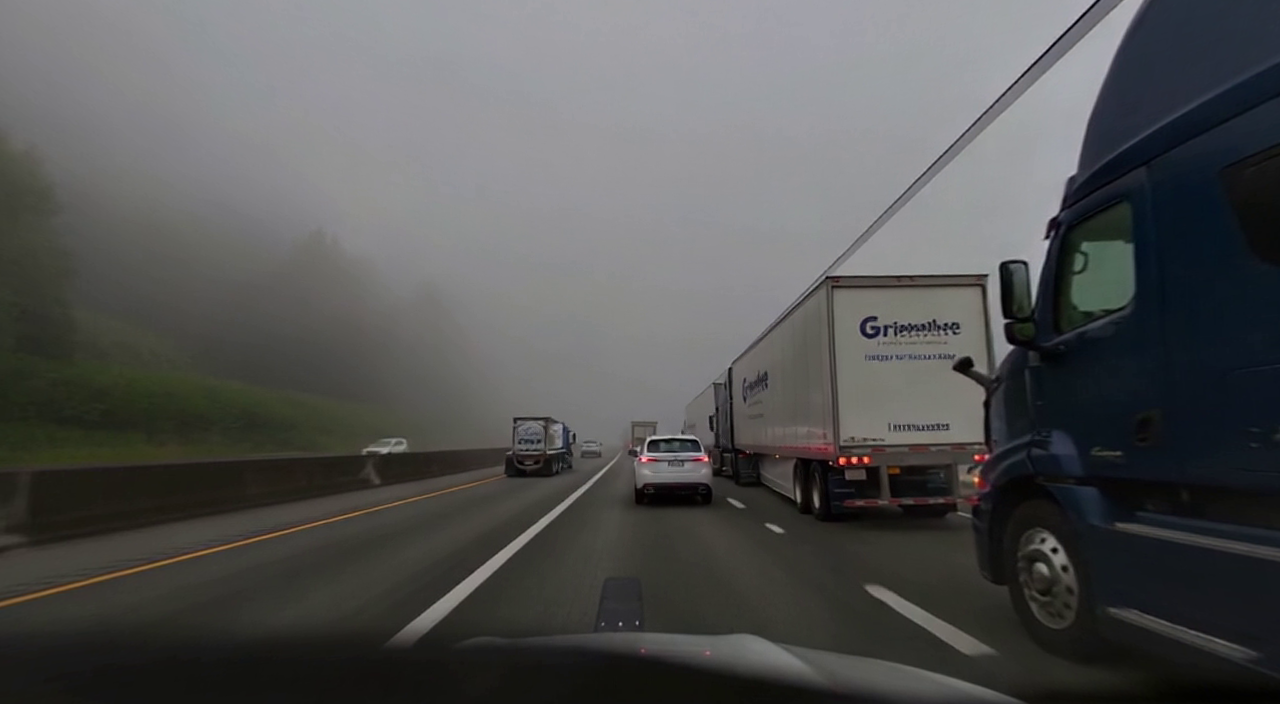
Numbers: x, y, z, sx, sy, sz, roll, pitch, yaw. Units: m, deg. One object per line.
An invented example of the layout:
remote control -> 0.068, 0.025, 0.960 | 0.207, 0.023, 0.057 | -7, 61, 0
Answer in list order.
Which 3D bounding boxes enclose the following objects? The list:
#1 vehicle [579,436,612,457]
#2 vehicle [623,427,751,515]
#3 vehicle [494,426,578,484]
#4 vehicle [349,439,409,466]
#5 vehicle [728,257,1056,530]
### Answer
vehicle -> -3.454, 7.459, 49.831 | 2.181, 1.538, 4.169 | 0, -8, 1
vehicle -> 0.810, 2.337, 13.037 | 2.200, 1.495, 4.282 | 0, -8, 0
vehicle -> -3.369, 3.425, 21.344 | 2.006, 1.729, 4.447 | 0, -8, 1
vehicle -> -14.951, 5.747, 36.315 | 1.836, 1.429, 3.652 | 0, -8, 1
vehicle -> 4.701, 1.515, 16.585 | 2.883, 4.070, 14.423 | 0, -8, 1
